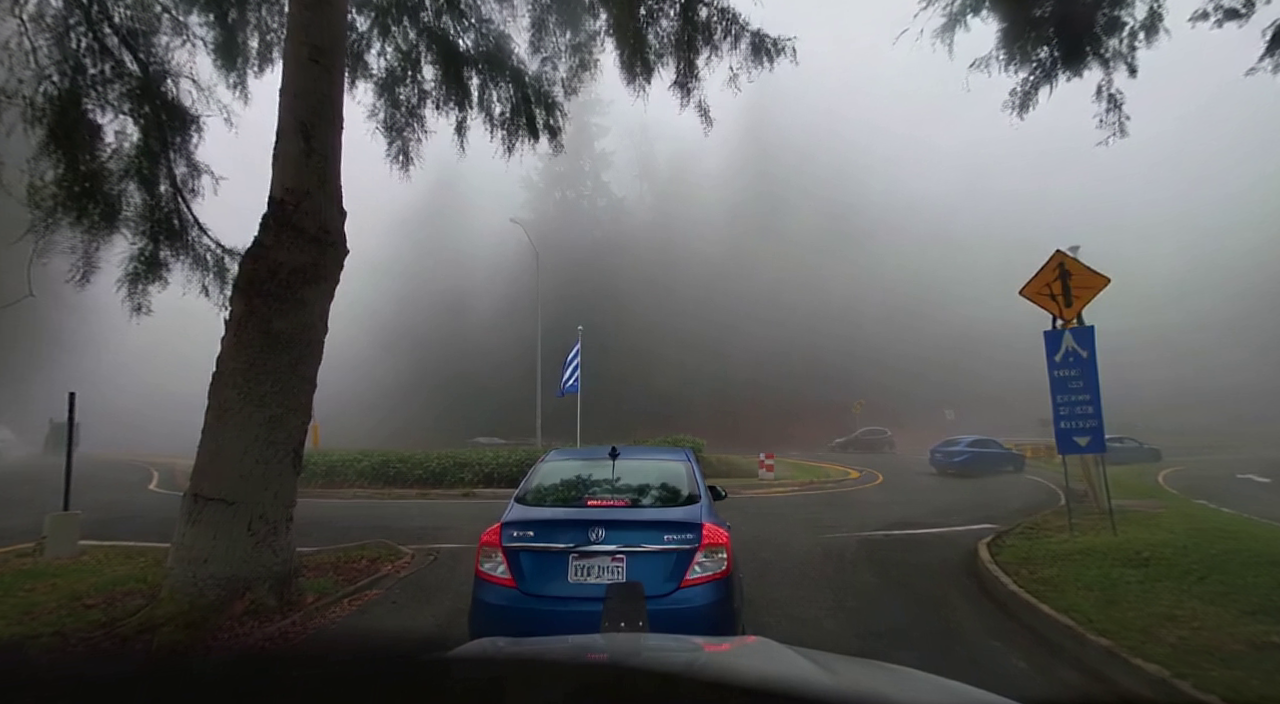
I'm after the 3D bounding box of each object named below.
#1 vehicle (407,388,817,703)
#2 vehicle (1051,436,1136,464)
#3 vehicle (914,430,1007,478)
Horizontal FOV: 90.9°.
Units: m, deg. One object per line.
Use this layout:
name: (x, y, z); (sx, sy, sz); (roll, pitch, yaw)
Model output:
vehicle: (-0.066, 1.318, 5.283); (2.078, 1.607, 4.010); (-1, -9, 3)
vehicle: (24.839, 5.369, 34.496); (4.147, 1.475, 1.850); (4, -10, -25)
vehicle: (12.669, 3.984, 24.783); (2.132, 1.691, 4.485); (-8, -12, 40)
